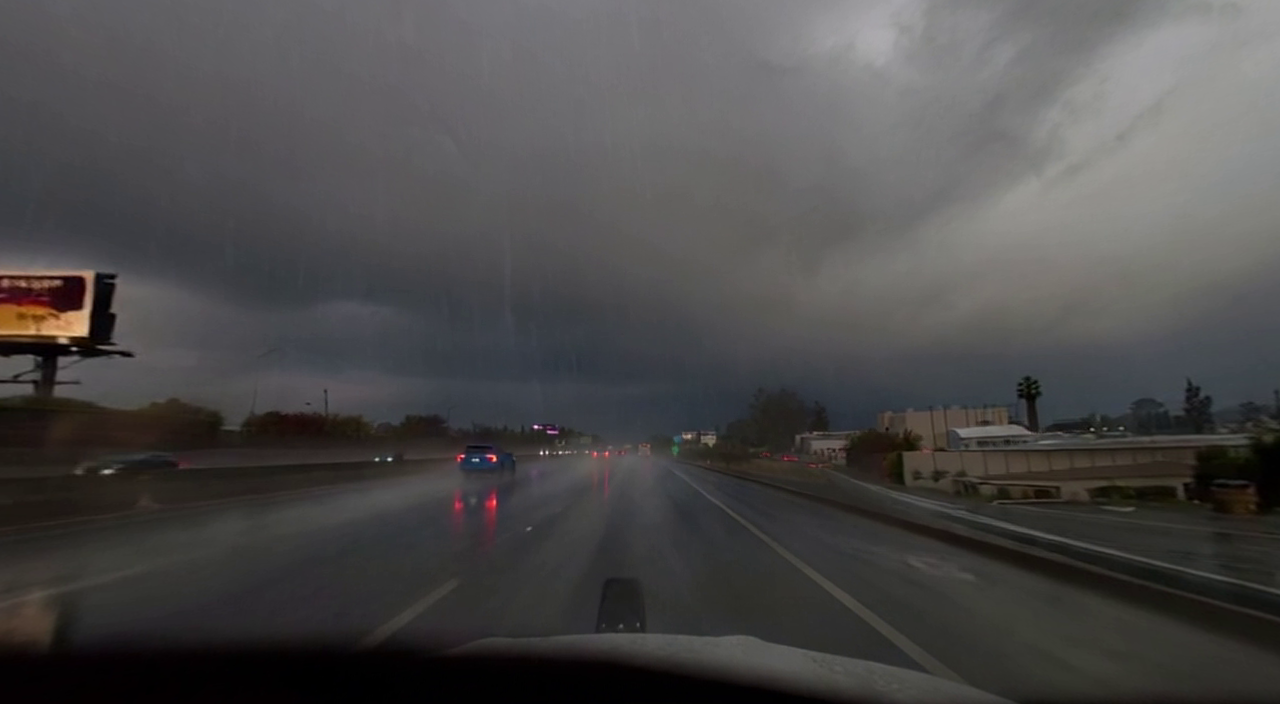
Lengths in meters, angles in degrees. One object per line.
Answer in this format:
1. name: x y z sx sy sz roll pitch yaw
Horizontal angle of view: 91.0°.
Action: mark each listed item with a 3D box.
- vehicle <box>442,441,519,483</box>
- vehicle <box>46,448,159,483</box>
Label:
1. vehicle: -6.881 4.790 27.768 2.055 1.683 4.804 0 -9 1
2. vehicle: -28.602 6.019 33.738 1.934 1.691 4.551 0 -9 1
